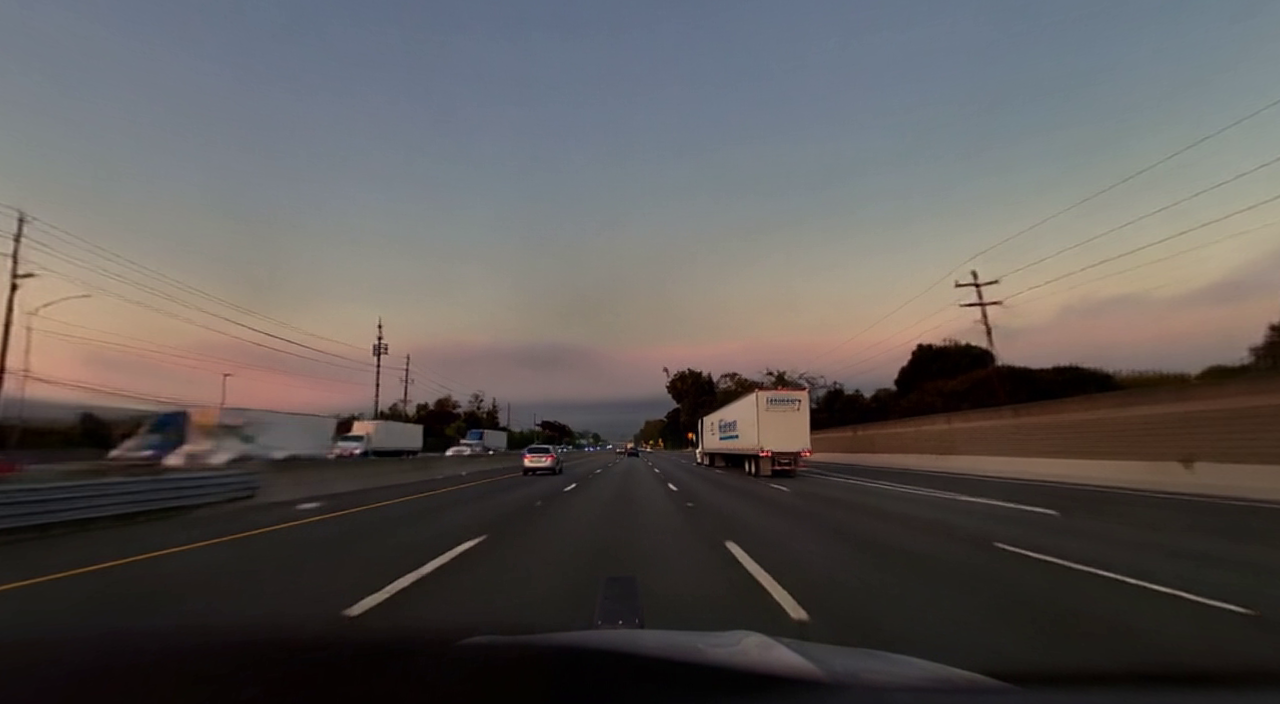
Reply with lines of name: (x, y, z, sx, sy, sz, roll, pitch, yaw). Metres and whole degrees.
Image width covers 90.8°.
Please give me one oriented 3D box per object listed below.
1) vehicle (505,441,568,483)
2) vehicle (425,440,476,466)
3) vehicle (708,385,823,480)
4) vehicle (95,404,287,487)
vehicle: (-4.345, 4.677, 27.130, 2.027, 1.651, 4.099, 0, -9, 0)
vehicle: (-13.443, 7.209, 45.133, 2.193, 1.724, 4.842, 0, -9, 0)
vehicle: (6.421, 4.795, 36.041, 2.919, 4.195, 15.833, 0, -9, -1)
vehicle: (-13.417, 2.888, 19.443, 2.215, 2.225, 4.941, 0, -9, 0)
